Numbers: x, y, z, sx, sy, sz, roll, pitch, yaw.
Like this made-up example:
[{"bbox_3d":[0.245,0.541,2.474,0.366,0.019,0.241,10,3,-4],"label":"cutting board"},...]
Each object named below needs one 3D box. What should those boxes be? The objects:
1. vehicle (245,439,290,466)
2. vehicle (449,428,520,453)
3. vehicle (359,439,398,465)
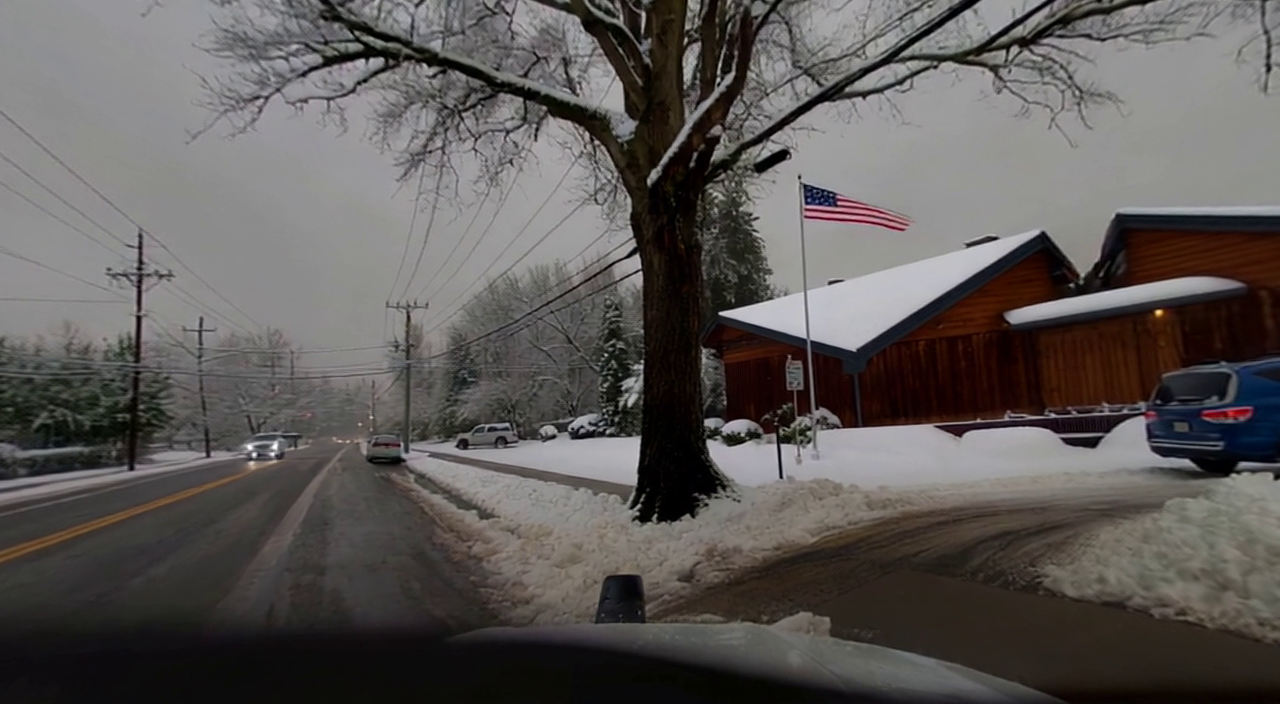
[{"bbox_3d":[-25.869,6.968,44.012,2.086,1.798,4.511,3,-9,-23],"label":"vehicle"},{"bbox_3d":[-11.405,6.491,46.313,4.767,1.735,1.920,4,-9,-24],"label":"vehicle"},{"bbox_3d":[-15.856,6.054,38.249,1.941,1.460,4.206,4,-9,-24],"label":"vehicle"}]
